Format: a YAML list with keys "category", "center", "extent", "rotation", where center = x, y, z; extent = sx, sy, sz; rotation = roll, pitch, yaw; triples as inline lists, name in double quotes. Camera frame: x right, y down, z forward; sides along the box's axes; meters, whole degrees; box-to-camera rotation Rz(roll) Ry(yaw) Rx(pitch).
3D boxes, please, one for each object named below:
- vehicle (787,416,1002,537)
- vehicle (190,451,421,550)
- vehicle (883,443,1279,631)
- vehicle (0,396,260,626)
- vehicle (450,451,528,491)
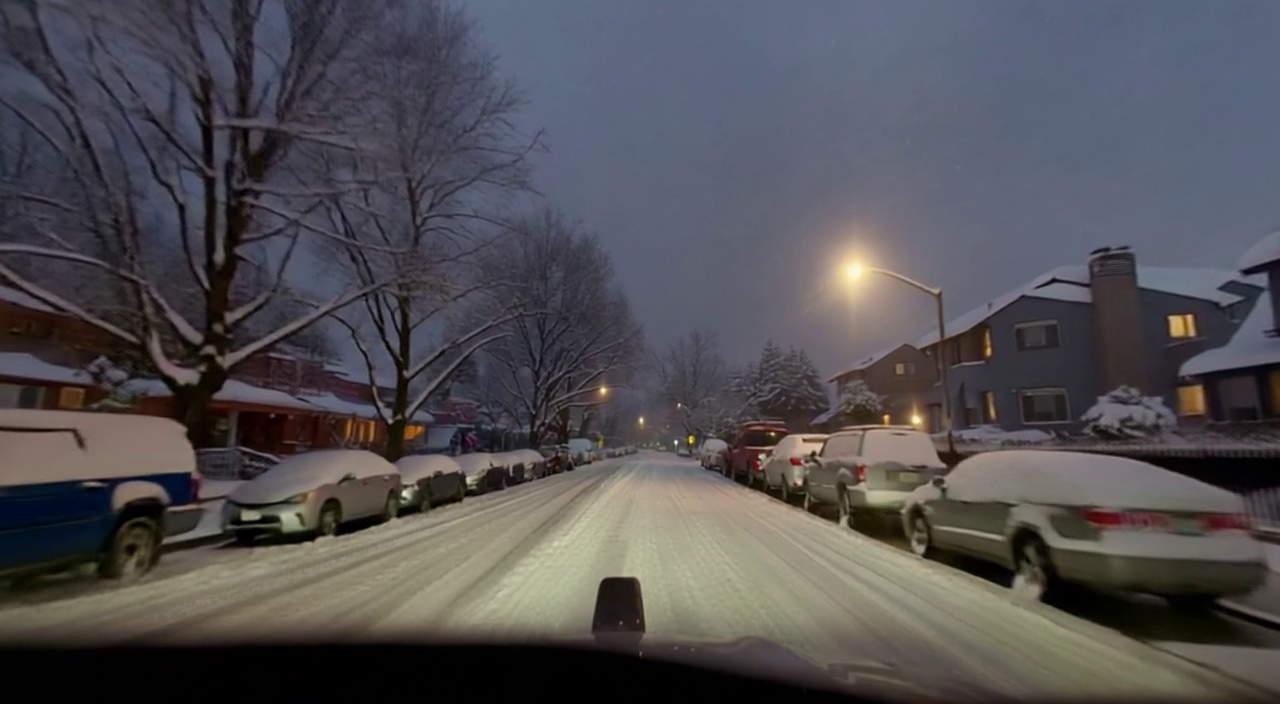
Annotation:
- category: "vehicle"
  center: [4.672, 2.403, 12.823]
  extent: [2.072, 1.883, 5.576]
  rotation: [0, -9, 0]
- category: "vehicle"
  center: [-6.211, 2.764, 12.553]
  extent: [1.840, 1.476, 4.739]
  rotation: [-2, -8, 3]
- category: "vehicle"
  center: [4.608, 1.796, 7.240]
  extent: [1.811, 1.439, 4.521]
  rotation: [0, -9, 0]
- category: "vehicle"
  center: [-6.638, 1.512, 6.179]
  extent: [2.085, 1.997, 5.755]
  rotation: [-2, -8, 2]
- category: "vehicle"
  center: [-6.116, 4.860, 26.189]
  extent: [1.869, 1.467, 4.921]
  rotation: [-1, -9, 2]
